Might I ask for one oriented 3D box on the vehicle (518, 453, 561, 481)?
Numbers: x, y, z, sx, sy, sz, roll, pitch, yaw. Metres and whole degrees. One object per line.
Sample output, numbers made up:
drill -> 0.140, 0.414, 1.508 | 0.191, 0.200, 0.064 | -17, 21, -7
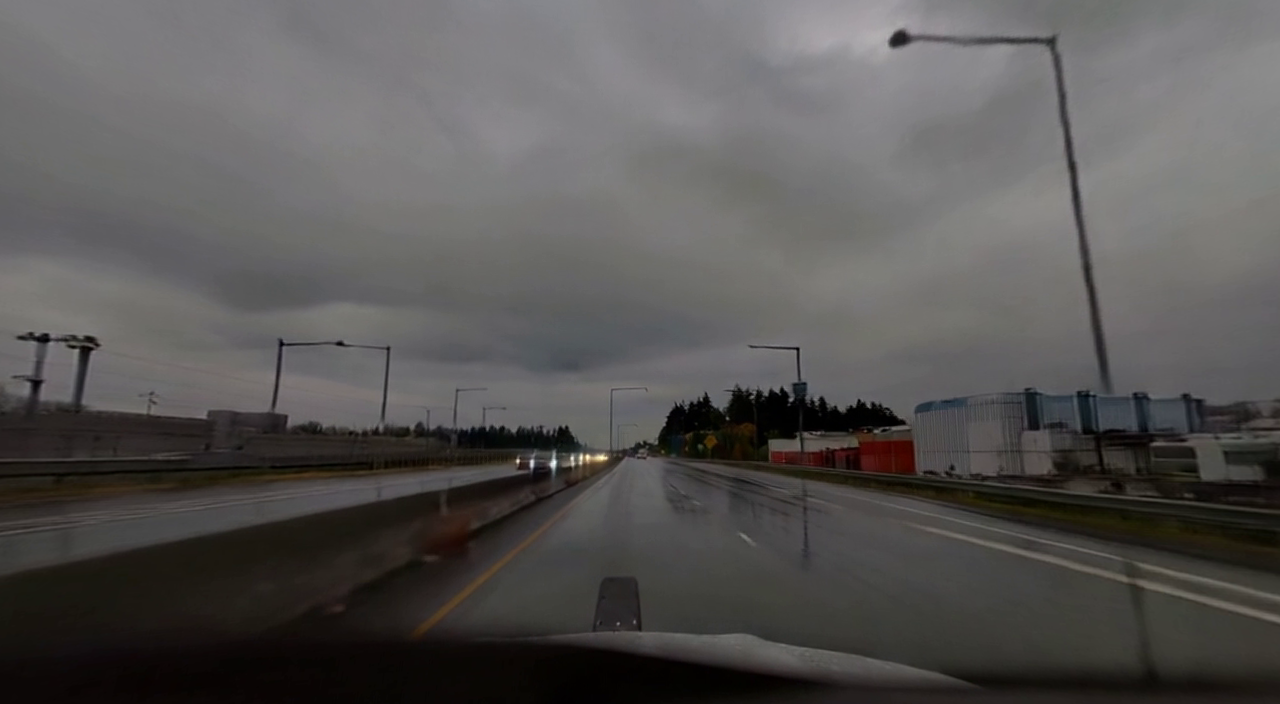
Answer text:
vehicle -> -6.068, 6.995, 38.422 | 1.918, 1.590, 4.225 | -1, -9, 0
